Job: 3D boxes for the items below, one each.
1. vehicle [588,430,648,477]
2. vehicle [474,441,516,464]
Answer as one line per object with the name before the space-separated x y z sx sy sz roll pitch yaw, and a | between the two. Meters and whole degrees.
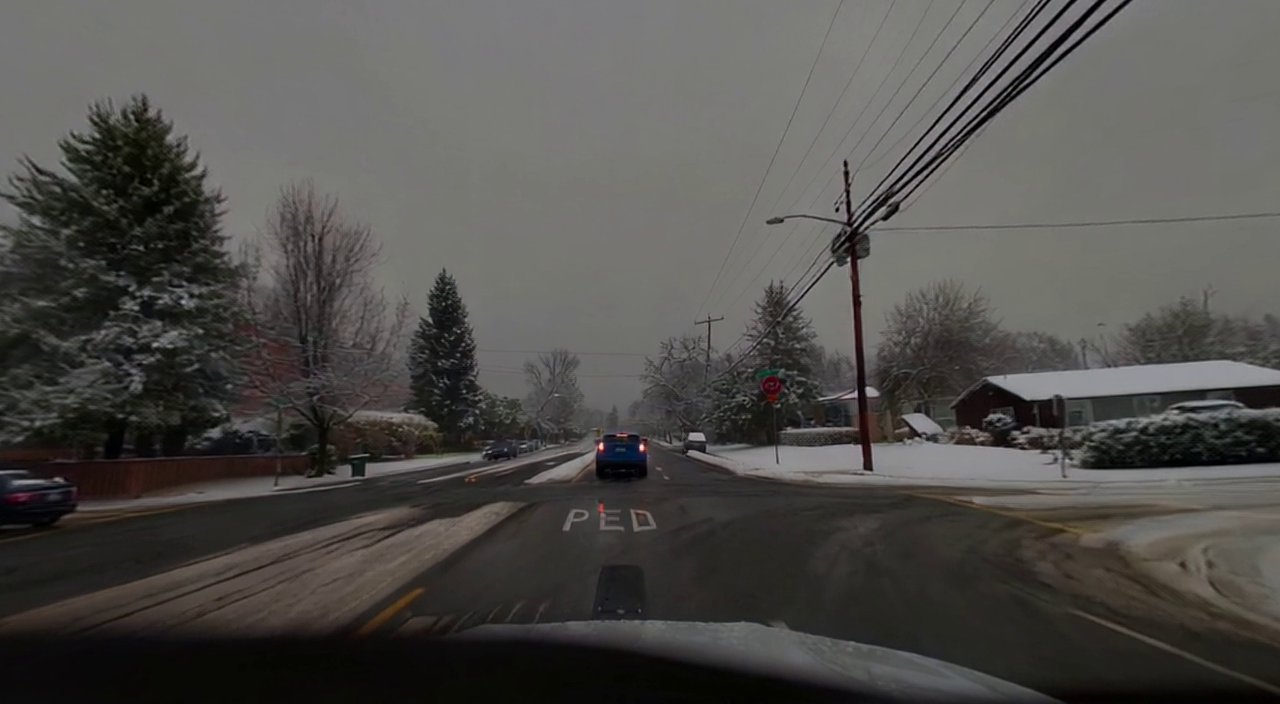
vehicle | -0.689 3.446 21.596 1.877 1.448 3.830 0 -8 0
vehicle | -9.924 6.903 43.527 1.934 1.506 4.032 0 -8 -1
